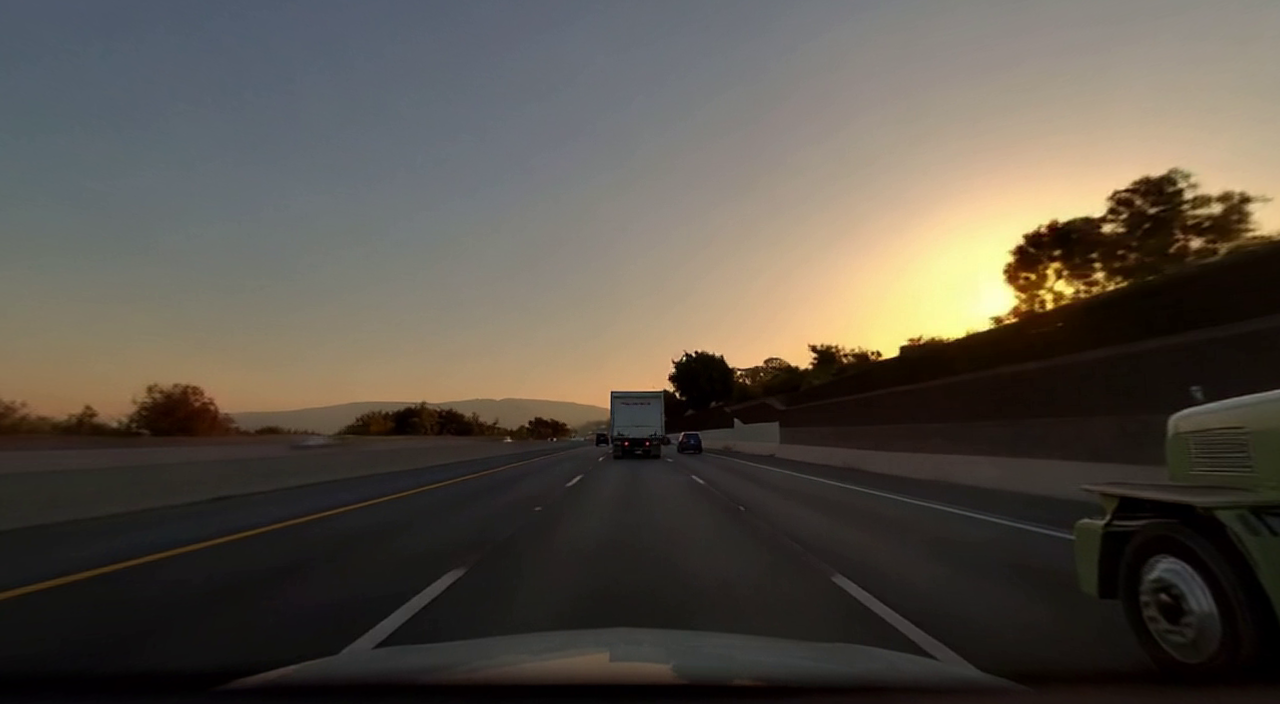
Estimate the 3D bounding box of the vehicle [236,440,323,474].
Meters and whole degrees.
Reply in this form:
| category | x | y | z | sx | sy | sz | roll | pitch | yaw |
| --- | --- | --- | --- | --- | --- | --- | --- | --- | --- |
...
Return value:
| category | x | y | z | sx | sy | sz | roll | pitch | yaw |
| --- | --- | --- | --- | --- | --- | --- | --- | --- | --- |
| vehicle | -17.685 | 5.134 | 31.103 | 1.822 | 1.505 | 4.281 | 0 | -8 | -1 |

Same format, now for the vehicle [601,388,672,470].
| category | x | y | z | sx | sy | sz | roll | pitch | yaw |
| --- | --- | --- | --- | --- | --- | --- | --- | --- | --- |
| vehicle | -0.328 | 4.058 | 32.994 | 2.953 | 3.406 | 13.372 | 1 | -7 | -2 |

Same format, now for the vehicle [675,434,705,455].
| category | x | y | z | sx | sy | sz | roll | pitch | yaw |
| --- | --- | --- | --- | --- | --- | --- | --- | --- | --- |
| vehicle | 3.752 | 7.051 | 47.954 | 1.910 | 1.492 | 4.324 | 0 | -8 | 0 |

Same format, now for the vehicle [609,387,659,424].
| category | x | y | z | sx | sy | sz | roll | pitch | yaw |
| --- | --- | --- | --- | --- | --- | --- | --- | --- | --- |
| vehicle | -0.225 | 2.476 | 28.622 | 2.112 | 1.472 | 4.240 | 0 | -8 | 1 |
